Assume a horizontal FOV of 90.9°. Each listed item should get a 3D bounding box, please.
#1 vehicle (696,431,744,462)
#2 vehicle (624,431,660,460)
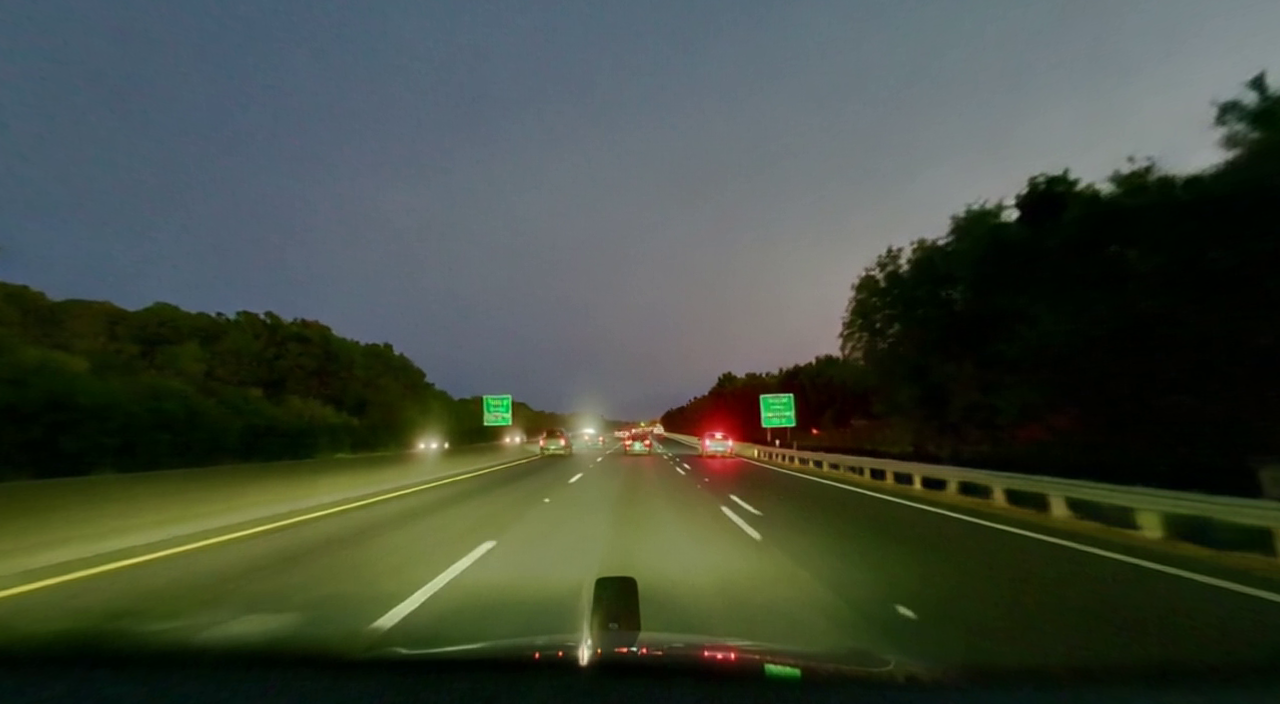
[{"bbox_3d":[3.989,4.757,31.926,1.841,1.491,3.869,0,-8,-2],"label":"vehicle"},{"bbox_3d":[0.083,5.081,34.493,1.869,1.466,3.356,0,-8,-1],"label":"vehicle"}]
